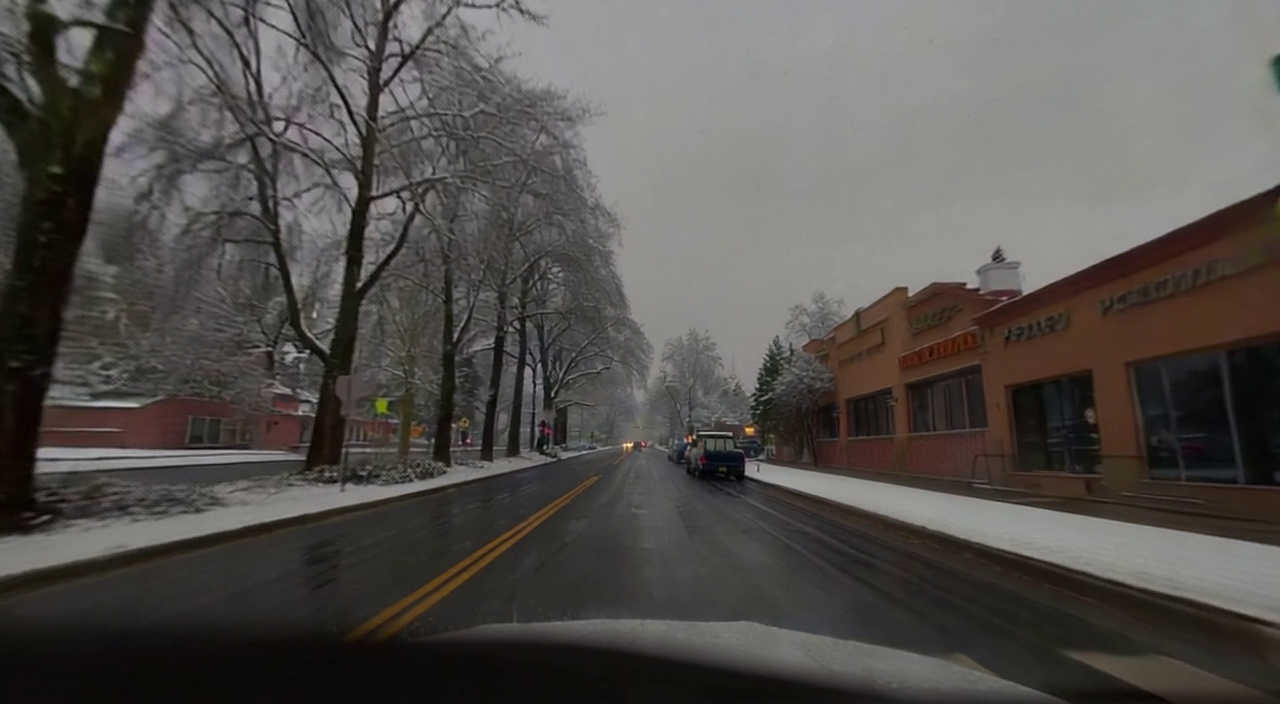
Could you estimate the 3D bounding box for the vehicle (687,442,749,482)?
[{"bbox_3d":[3.167,4.587,26.572,2.152,1.527,4.010,0,-9,0],"label":"vehicle"}]
